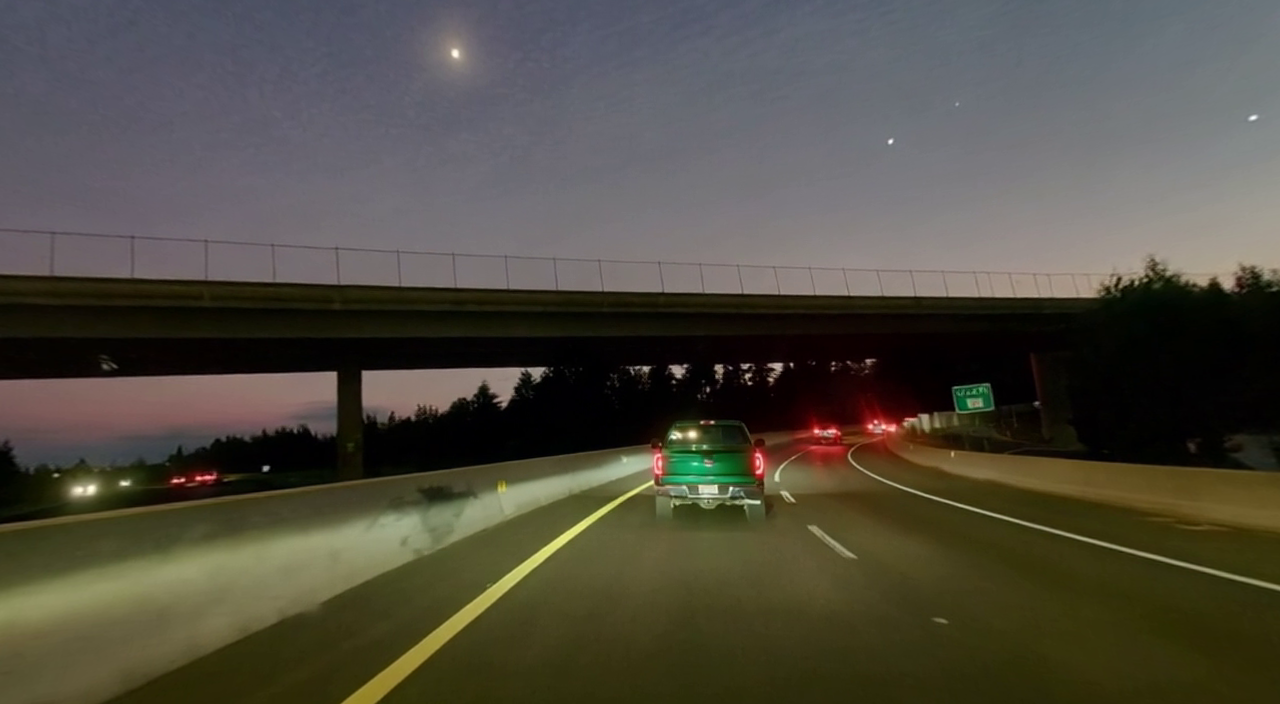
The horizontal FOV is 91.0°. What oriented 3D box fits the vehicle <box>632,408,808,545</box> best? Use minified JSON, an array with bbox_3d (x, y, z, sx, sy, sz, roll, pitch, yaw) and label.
[{"bbox_3d":[1.226,1.919,10.315,2.235,1.716,4.435,-1,-9,6],"label":"vehicle"}]
